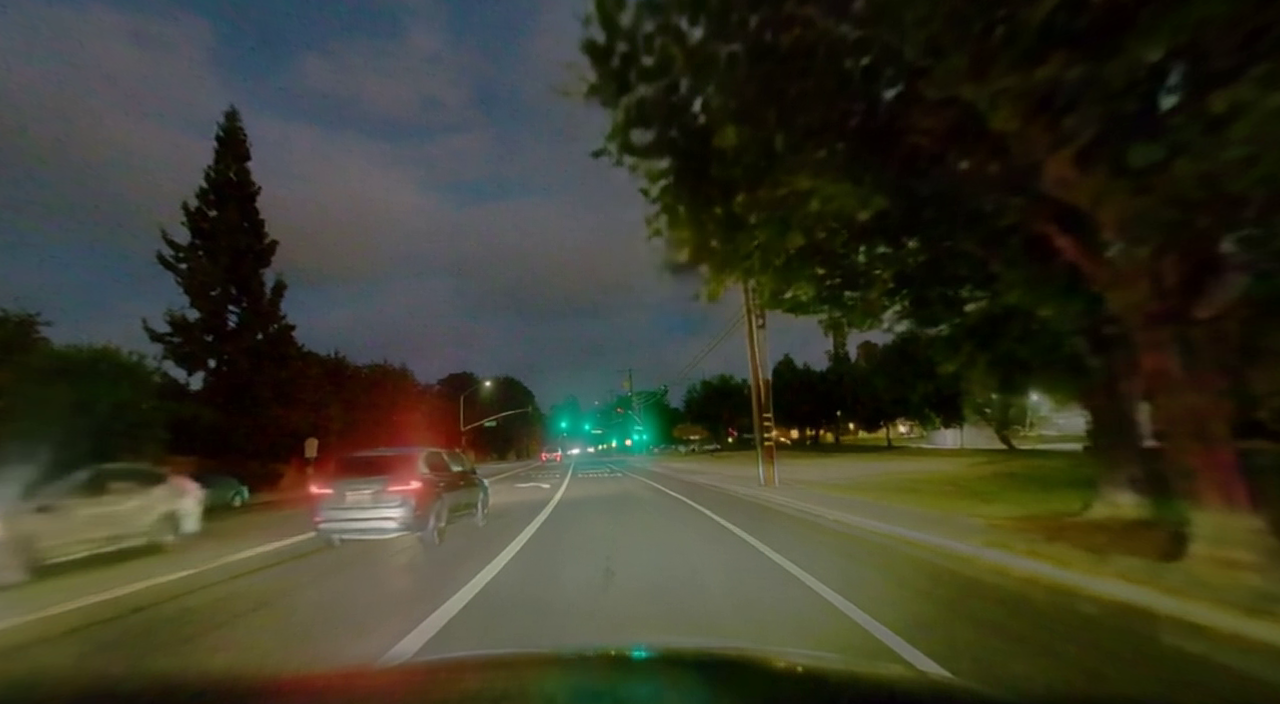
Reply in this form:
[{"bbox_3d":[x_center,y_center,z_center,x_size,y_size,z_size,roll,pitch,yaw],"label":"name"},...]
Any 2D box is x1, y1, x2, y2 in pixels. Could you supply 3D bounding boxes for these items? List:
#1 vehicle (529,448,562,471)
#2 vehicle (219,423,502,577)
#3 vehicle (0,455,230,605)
[{"bbox_3d":[-6.883,7.885,46.355,2.060,1.530,4.121,1,-8,-4],"label":"vehicle"},{"bbox_3d":[-3.652,2.010,9.482,2.084,1.701,4.734,0,-8,0],"label":"vehicle"},{"bbox_3d":[-7.679,2.122,8.127,1.915,1.486,4.349,0,-8,-2],"label":"vehicle"}]
